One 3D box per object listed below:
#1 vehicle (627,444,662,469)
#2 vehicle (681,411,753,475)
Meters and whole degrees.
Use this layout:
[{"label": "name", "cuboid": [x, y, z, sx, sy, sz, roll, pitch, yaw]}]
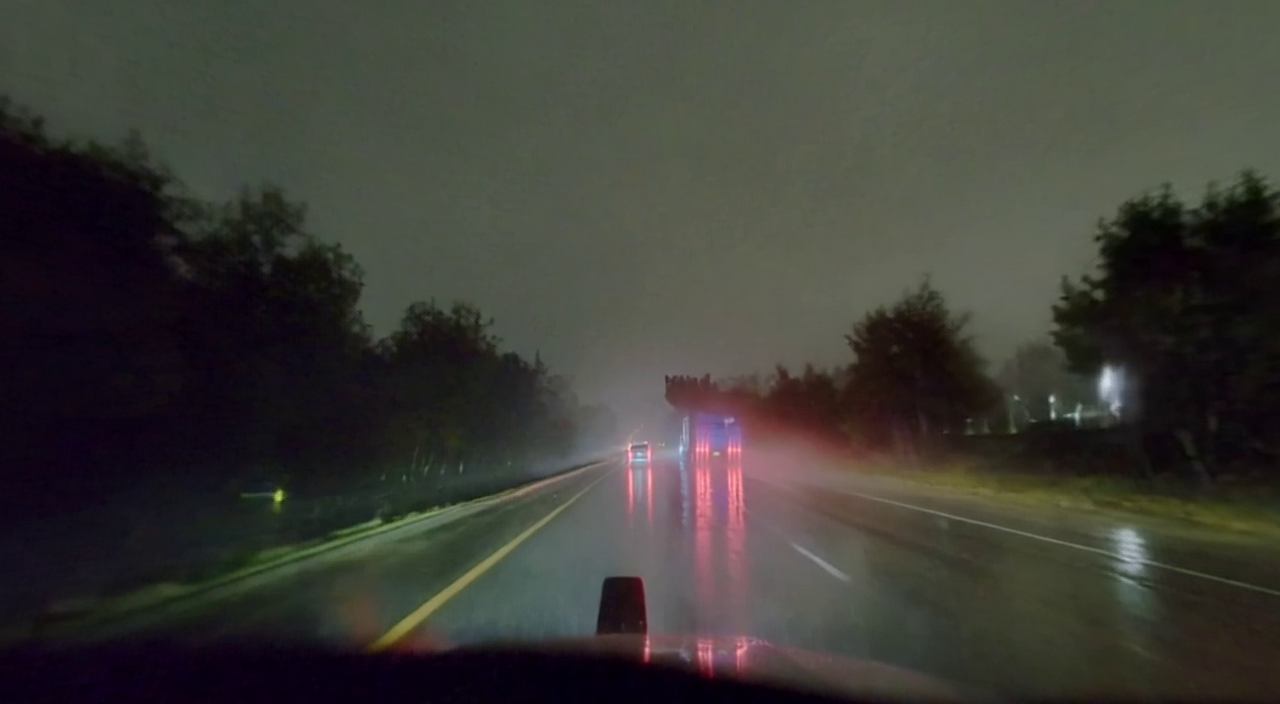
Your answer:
[{"label": "vehicle", "cuboid": [0.327, 6.752, 40.854, 2.170, 1.544, 4.373, 0, -8, 1]}, {"label": "vehicle", "cuboid": [4.170, 5.186, 35.900, 3.015, 3.211, 7.982, 0, -8, -1]}]
